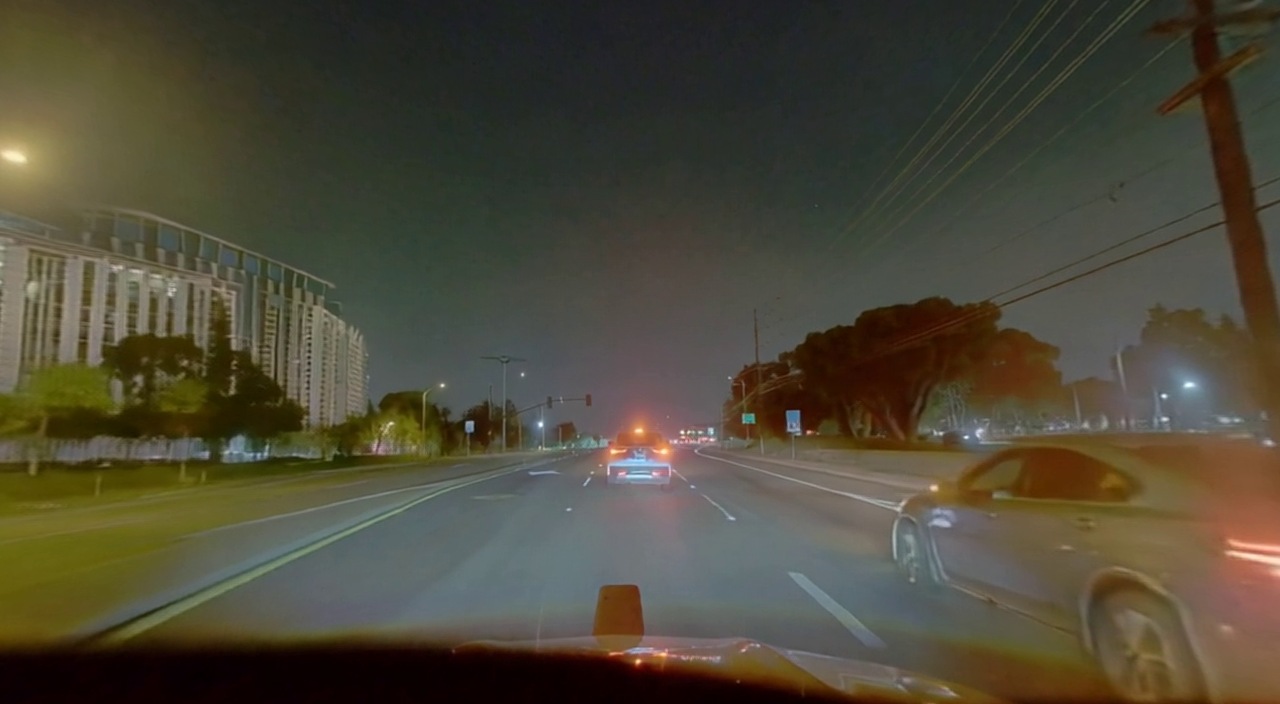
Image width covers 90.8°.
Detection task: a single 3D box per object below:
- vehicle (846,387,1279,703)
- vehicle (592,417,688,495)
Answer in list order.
[{"bbox_3d":[3.181,1.191,4.318,1.990,1.482,4.575,0,-8,0],"label":"vehicle"},{"bbox_3d":[0.016,2.696,16.646,2.189,1.776,4.342,0,-8,0],"label":"vehicle"}]
